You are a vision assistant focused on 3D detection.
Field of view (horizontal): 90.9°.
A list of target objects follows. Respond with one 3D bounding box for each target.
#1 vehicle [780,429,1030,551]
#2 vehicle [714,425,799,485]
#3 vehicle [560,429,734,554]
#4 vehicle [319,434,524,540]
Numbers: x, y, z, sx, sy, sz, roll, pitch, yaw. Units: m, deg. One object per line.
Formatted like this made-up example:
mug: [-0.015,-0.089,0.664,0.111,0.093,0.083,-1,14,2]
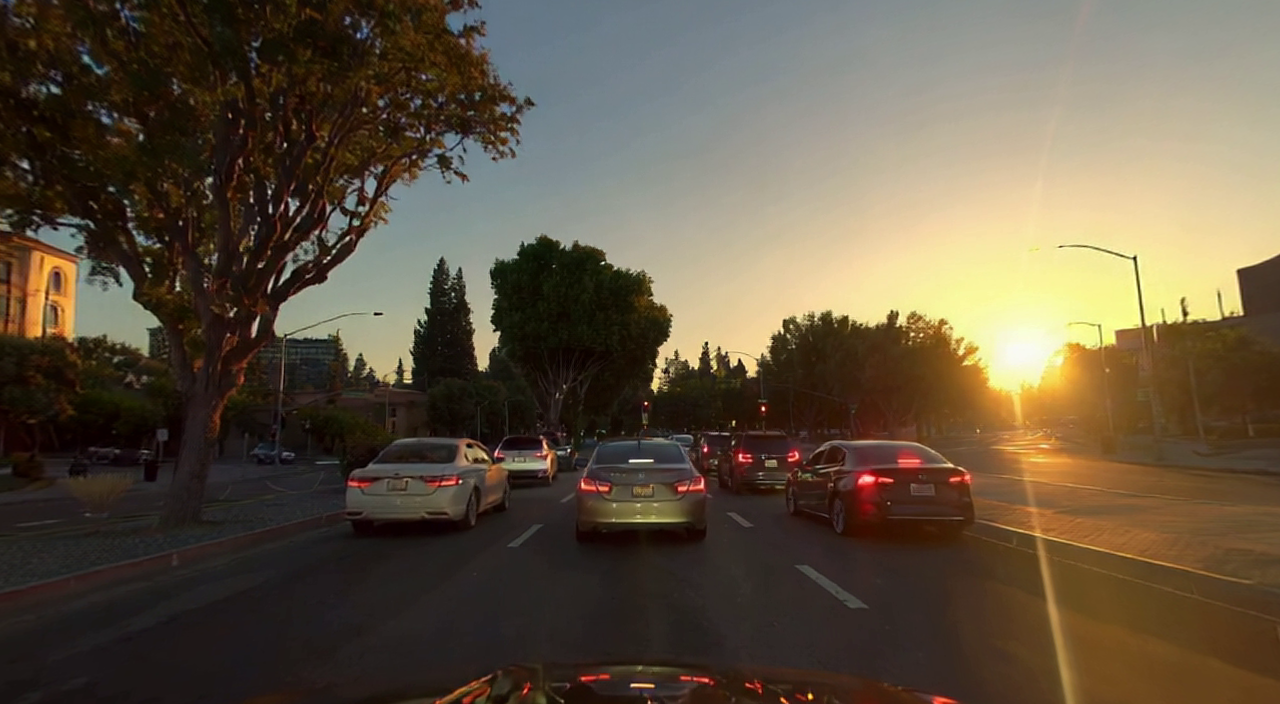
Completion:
vehicle: [3.786,2.037,10.069,1.990,1.486,4.431,0,-8,-1]
vehicle: [4.179,3.830,23.637,2.142,1.957,5.443,0,-8,0]
vehicle: [0.049,1.985,9.674,2.101,1.480,3.929,0,-8,-1]
vehicle: [-3.441,2.194,10.920,2.002,1.465,4.098,0,-8,1]
